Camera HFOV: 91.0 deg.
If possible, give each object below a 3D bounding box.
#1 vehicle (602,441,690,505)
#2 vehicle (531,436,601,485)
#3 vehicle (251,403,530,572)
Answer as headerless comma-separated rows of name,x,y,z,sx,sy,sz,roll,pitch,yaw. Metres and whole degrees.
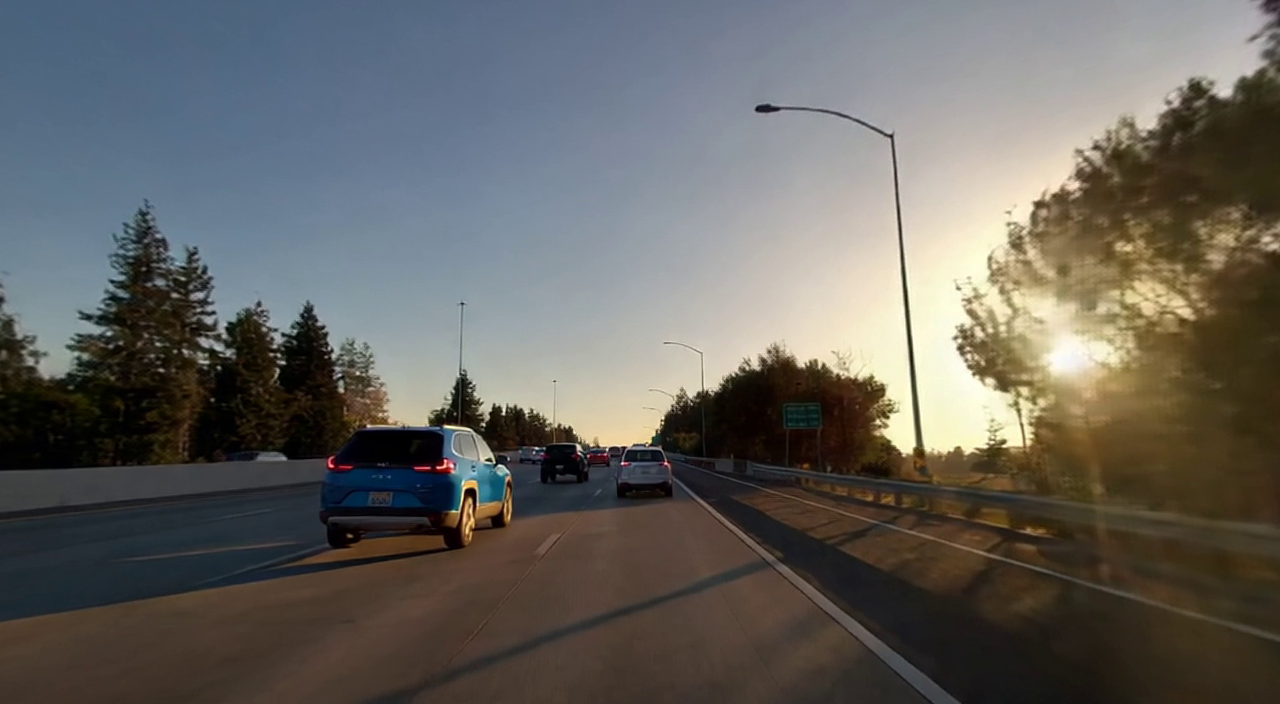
vehicle,0.126,3.162,16.889,2.068,1.488,4.045,0,-9,-1
vehicle,-2.845,4.346,25.468,2.125,1.771,4.721,0,-9,2
vehicle,-3.050,1.772,8.890,2.123,1.798,4.108,0,-9,2
